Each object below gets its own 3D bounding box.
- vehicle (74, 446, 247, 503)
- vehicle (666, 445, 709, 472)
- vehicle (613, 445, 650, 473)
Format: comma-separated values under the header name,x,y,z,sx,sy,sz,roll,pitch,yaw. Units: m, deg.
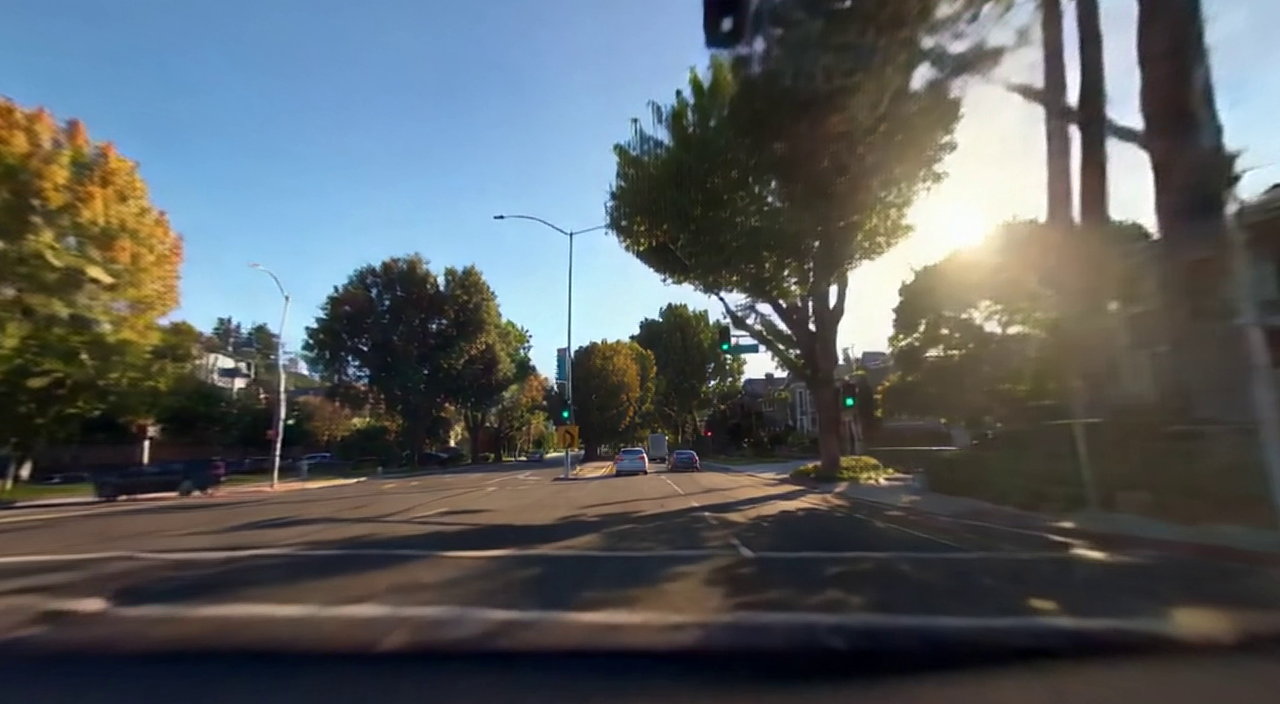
name,x,y,z,sx,sy,sz,roll,pitch,yaw
vehicle,-18.419,4.646,24.515,5.008,1.940,2.188,6,-11,-38
vehicle,2.716,6.272,37.439,2.057,1.496,4.401,0,-8,-2
vehicle,-0.528,6.128,36.539,2.018,1.511,3.993,0,-8,-1
